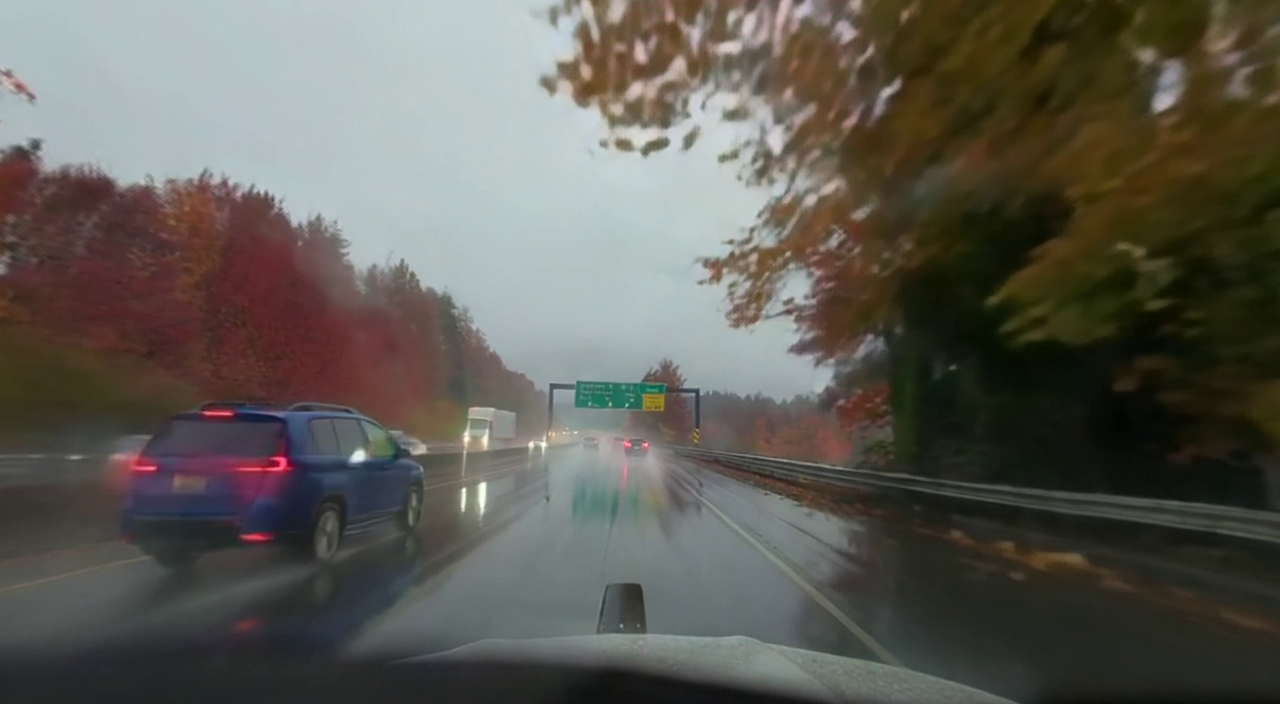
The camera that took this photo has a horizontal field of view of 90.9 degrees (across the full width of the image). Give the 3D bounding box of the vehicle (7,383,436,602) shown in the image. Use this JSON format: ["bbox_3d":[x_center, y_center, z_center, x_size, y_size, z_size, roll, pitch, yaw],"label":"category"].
[{"bbox_3d":[-3.999,1.413,7.146,1.924,1.720,4.195,0,-8,0],"label":"vehicle"}]

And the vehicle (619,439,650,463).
[{"bbox_3d":[-0.363,6.526,41.612,1.939,1.497,3.863,0,-8,-1],"label":"vehicle"}]
